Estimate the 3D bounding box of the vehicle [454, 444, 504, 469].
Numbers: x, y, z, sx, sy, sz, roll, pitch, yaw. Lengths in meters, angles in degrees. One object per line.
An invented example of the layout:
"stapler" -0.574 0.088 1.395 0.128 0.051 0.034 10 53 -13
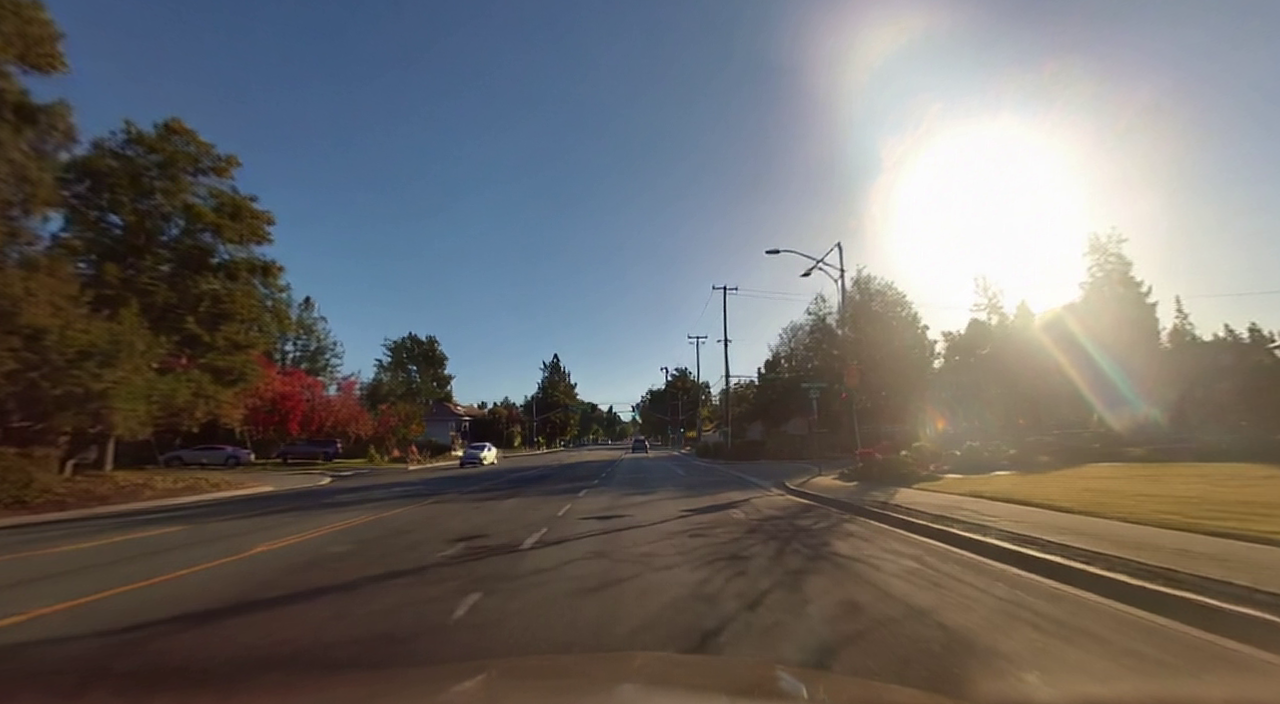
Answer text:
"vehicle" -10.495 6.790 41.433 2.022 1.536 4.629 0 -8 0
